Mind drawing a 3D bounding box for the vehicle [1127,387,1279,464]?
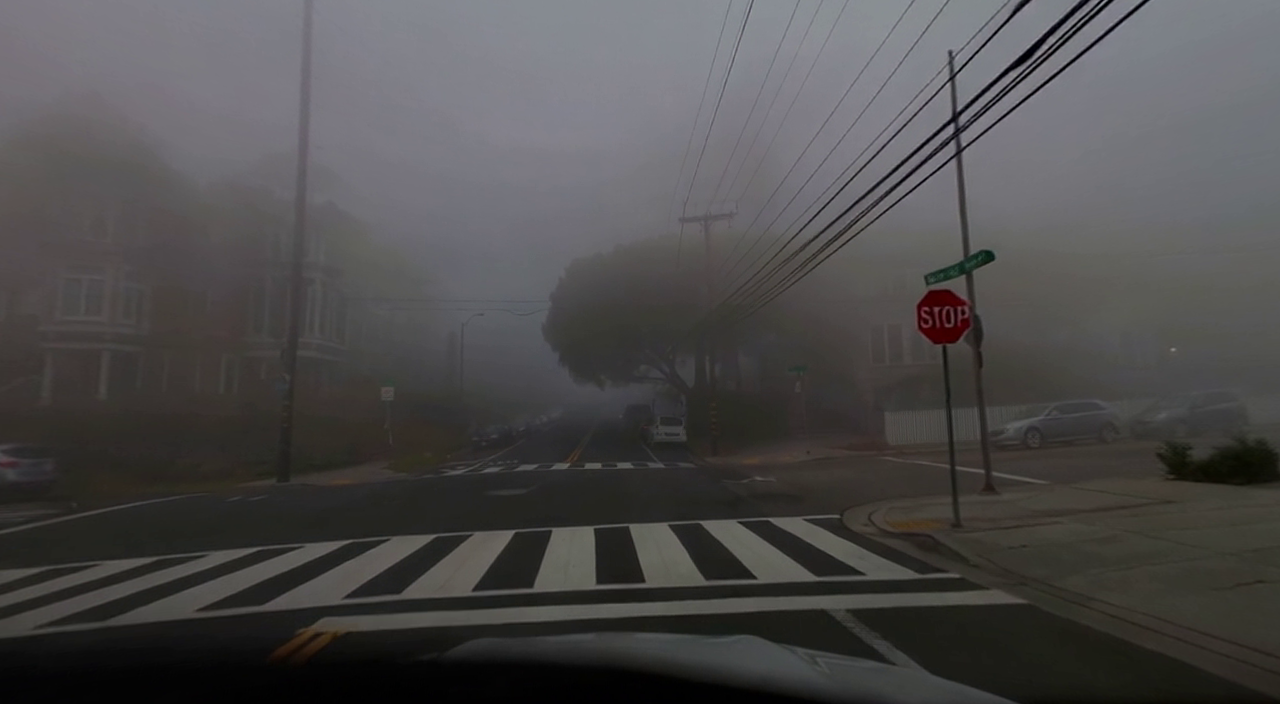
[{"bbox_3d":[15.519,1.939,16.383,4.389,1.818,2.062,2,-9,-12],"label":"vehicle"}]

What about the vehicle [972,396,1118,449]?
[{"bbox_3d":[16.994,3.023,26.615,4.985,2.088,2.141,2,-9,-13],"label":"vehicle"}]

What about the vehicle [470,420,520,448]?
[{"bbox_3d":[-8.668,4.984,38.211,2.065,1.553,4.636,0,-8,-2],"label":"vehicle"}]

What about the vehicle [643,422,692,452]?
[{"bbox_3d":[1.422,4.609,34.116,2.120,1.487,4.360,1,-8,-4],"label":"vehicle"}]

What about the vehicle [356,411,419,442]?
[{"bbox_3d":[-14.693,4.441,37.030,1.992,1.678,4.658,0,-8,-4],"label":"vehicle"}]
